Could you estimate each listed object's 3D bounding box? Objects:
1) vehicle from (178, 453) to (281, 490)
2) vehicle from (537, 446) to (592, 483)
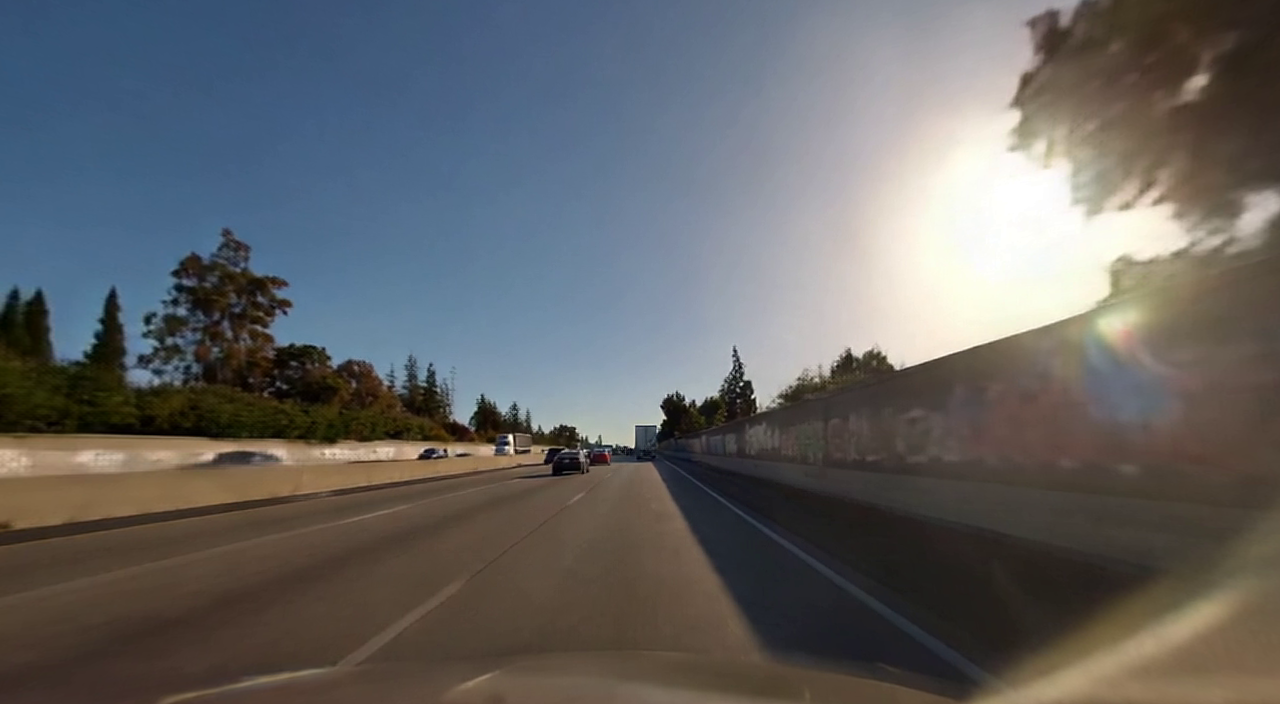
[{"bbox_3d":[-18.336,5.328,28.389,1.776,1.488,4.159,0,-9,0],"label":"vehicle"},{"bbox_3d":[-3.205,4.861,27.530,1.803,1.466,4.509,0,-9,1],"label":"vehicle"}]
